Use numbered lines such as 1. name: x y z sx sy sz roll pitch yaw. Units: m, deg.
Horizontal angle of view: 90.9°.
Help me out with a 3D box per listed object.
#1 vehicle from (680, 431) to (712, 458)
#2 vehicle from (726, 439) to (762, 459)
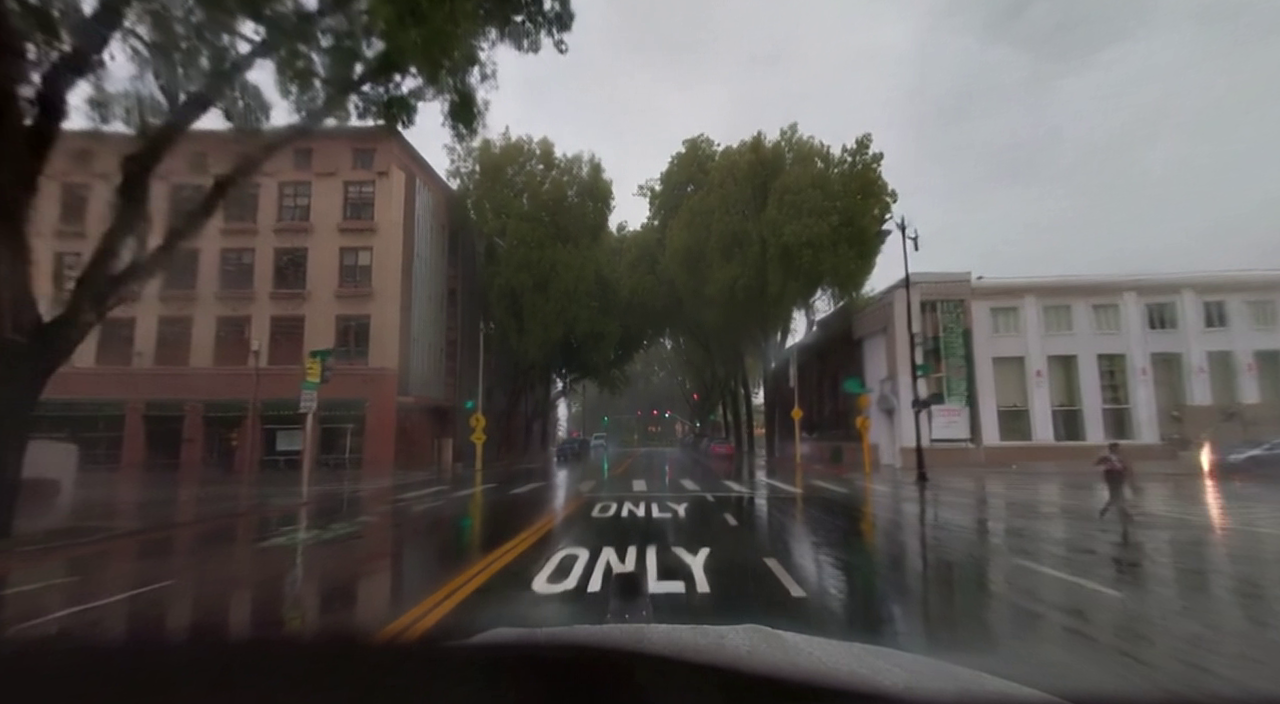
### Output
1. vehicle: 4.154 6.936 47.218 1.971 1.919 4.748 0 -8 0
2. vehicle: 8.163 7.629 49.812 1.997 1.510 4.455 0 -8 -1
